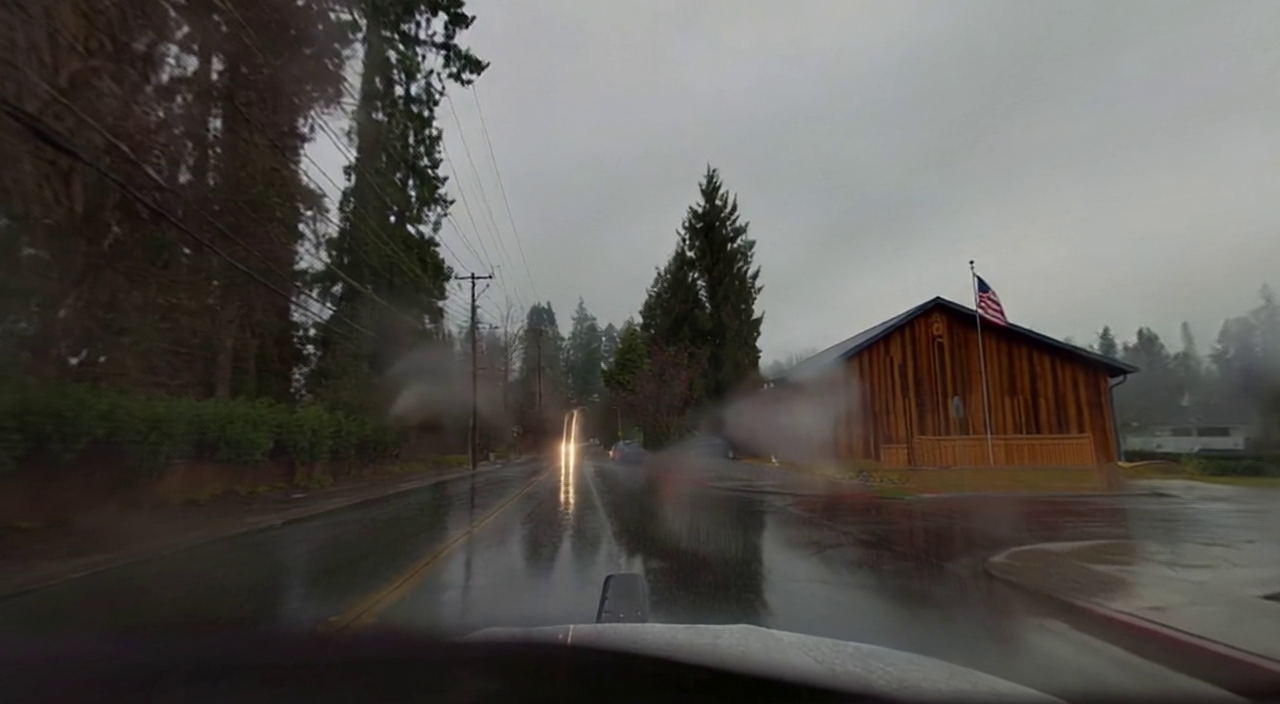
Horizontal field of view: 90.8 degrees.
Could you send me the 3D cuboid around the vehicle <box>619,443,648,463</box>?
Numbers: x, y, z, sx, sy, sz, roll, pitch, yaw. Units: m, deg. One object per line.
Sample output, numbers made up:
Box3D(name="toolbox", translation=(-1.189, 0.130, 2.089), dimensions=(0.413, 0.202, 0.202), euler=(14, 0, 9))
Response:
Box3D(name="vehicle", translation=(-0.530, 7.774, 48.976), dimensions=(1.941, 1.460, 4.206), euler=(1, -9, -5))
